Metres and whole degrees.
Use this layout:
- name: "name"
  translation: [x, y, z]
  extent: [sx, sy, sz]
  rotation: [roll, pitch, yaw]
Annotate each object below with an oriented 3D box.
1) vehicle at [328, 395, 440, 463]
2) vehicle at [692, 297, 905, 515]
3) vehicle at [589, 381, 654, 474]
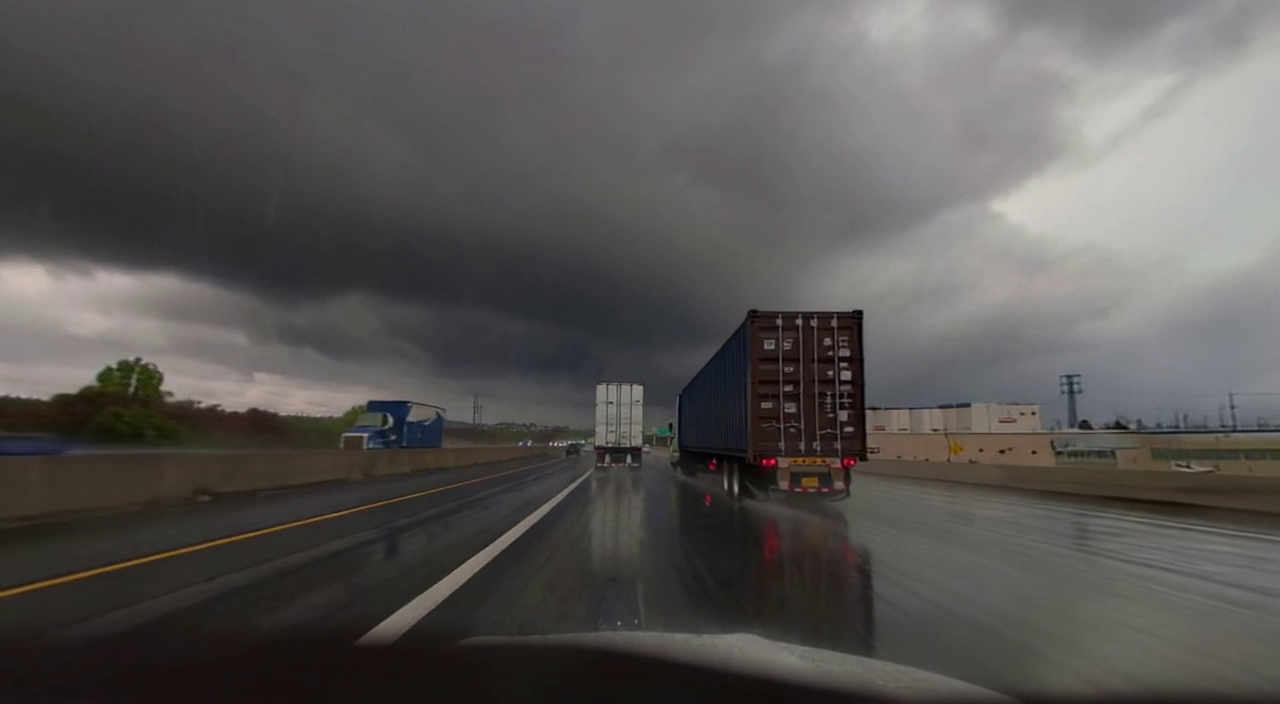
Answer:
- name: "vehicle"
  translation: [-17.291, 5.579, 44.261]
  extent: [2.829, 4.021, 13.010]
  rotation: [0, -9, -2]
- name: "vehicle"
  translation: [3.450, 1.906, 18.215]
  extent: [2.803, 4.072, 12.744]
  rotation: [0, -9, 0]
- name: "vehicle"
  translation: [-0.808, 4.210, 33.936]
  extent: [2.841, 4.071, 12.046]
  rotation: [-1, -9, 0]
